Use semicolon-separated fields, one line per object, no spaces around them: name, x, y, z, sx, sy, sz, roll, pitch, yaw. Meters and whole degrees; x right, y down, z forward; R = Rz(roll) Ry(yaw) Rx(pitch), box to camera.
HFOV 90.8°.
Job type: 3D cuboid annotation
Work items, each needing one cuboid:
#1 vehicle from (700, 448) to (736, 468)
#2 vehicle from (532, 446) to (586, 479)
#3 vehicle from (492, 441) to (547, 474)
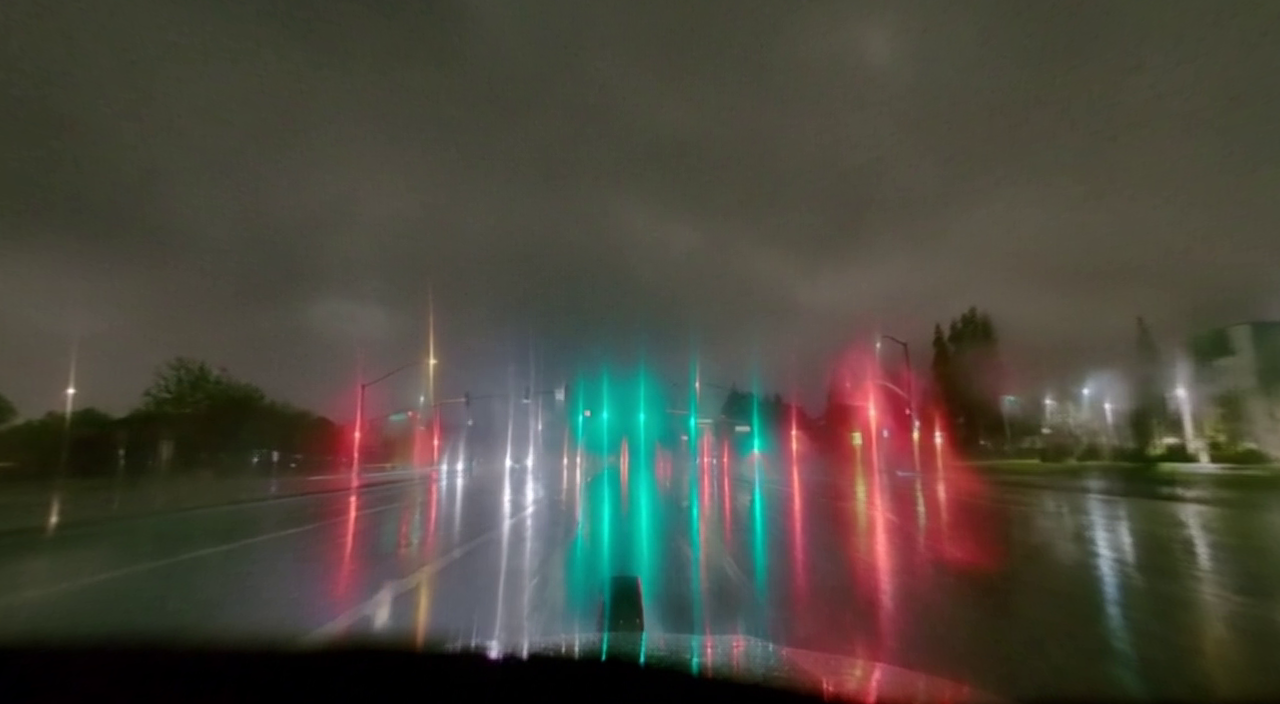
vehicle;6.094;8.329;49.900;2.187;1.475;4.529;0;-9;-2
vehicle;-3.815;5.284;30.500;2.018;1.463;4.603;0;-9;0
vehicle;-7.276;6.429;38.769;2.185;1.810;5.589;0;-8;1
